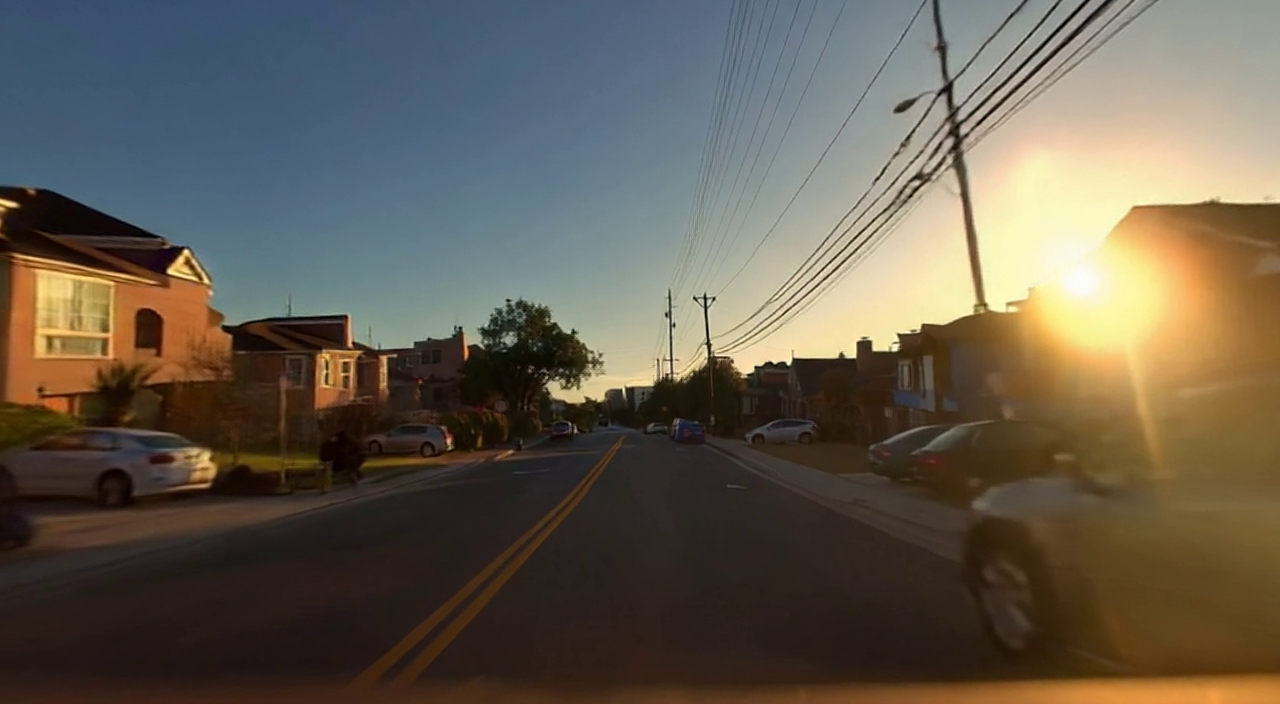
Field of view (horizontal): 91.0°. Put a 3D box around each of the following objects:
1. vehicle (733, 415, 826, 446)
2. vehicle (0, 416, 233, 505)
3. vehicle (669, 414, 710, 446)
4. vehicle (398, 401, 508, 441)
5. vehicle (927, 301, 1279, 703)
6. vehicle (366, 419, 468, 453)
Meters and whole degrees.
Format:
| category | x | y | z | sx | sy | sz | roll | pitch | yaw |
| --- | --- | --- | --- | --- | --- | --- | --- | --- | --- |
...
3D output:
| category | x | y | z | sx | sy | sz | roll | pitch | yaw |
| --- | --- | --- | --- | --- | --- | --- | --- | --- | --- |
| vehicle | 7.816 | 4.499 | 35.758 | 4.893 | 1.642 | 1.874 | 0 | -10 | 4 |
| vehicle | -12.059 | 2.396 | 14.054 | 4.525 | 1.797 | 2.024 | 0 | -9 | 3 |
| vehicle | 3.199 | 5.109 | 41.510 | 2.277 | 1.917 | 5.495 | 1 | -6 | 0 |
| vehicle | -13.845 | 5.150 | 46.723 | 7.267 | 2.775 | 2.786 | -1 | -8 | 13 |
| vehicle | 3.250 | 0.780 | 2.173 | 2.211 | 1.860 | 4.813 | 0 | -9 | 0 |
| vehicle | -11.499 | 4.343 | 32.637 | 4.484 | 1.538 | 1.901 | 1 | -8 | 3 |
